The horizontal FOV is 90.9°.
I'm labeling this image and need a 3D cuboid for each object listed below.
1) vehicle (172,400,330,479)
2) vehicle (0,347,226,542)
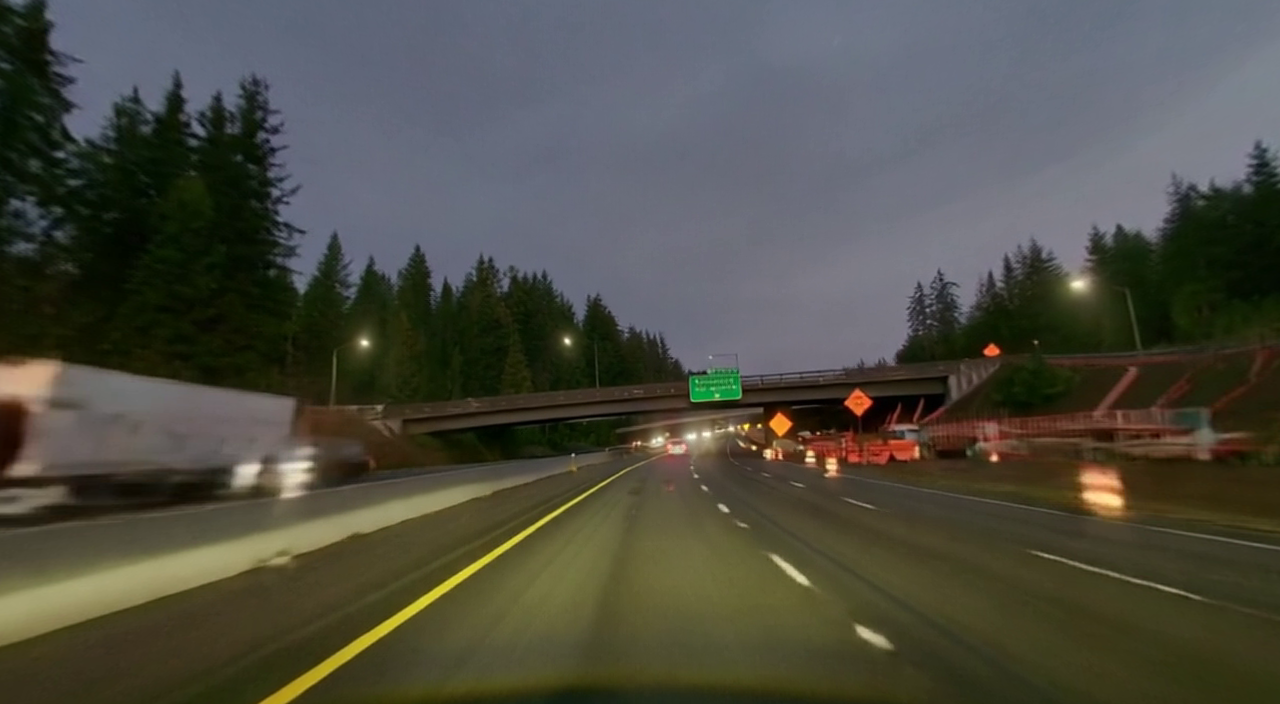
[{"bbox_3d":[-12.885,2.969,21.385,2.083,2.374,4.725,-1,-8,3],"label":"vehicle"},{"bbox_3d":[-13.333,1.910,12.994,3.010,3.577,9.124,-1,-8,3],"label":"vehicle"}]
